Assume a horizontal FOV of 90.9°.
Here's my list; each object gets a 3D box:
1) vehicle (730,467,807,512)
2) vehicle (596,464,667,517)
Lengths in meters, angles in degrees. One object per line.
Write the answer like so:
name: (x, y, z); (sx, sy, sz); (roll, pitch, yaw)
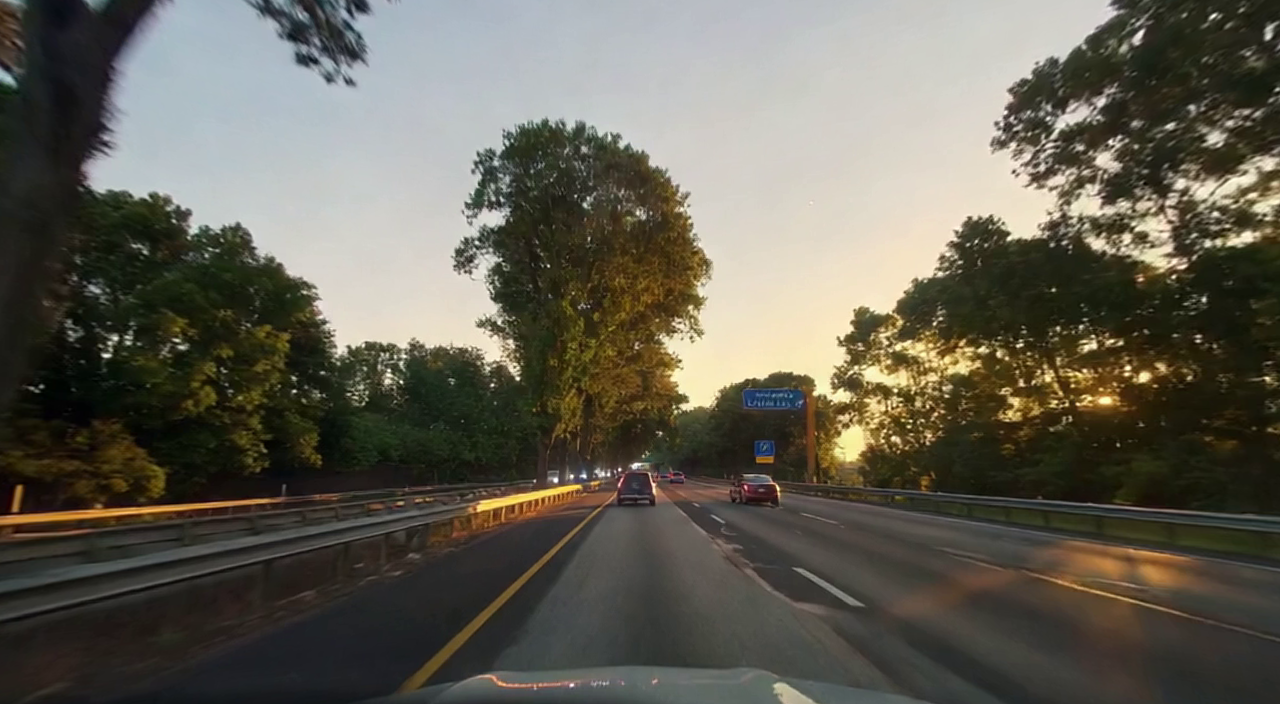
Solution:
vehicle: (4.682, 5.069, 23.603); (1.974, 1.476, 4.119); (1, -10, -1)
vehicle: (-0.231, 4.394, 20.307); (2.060, 1.473, 3.726); (1, -10, 0)
